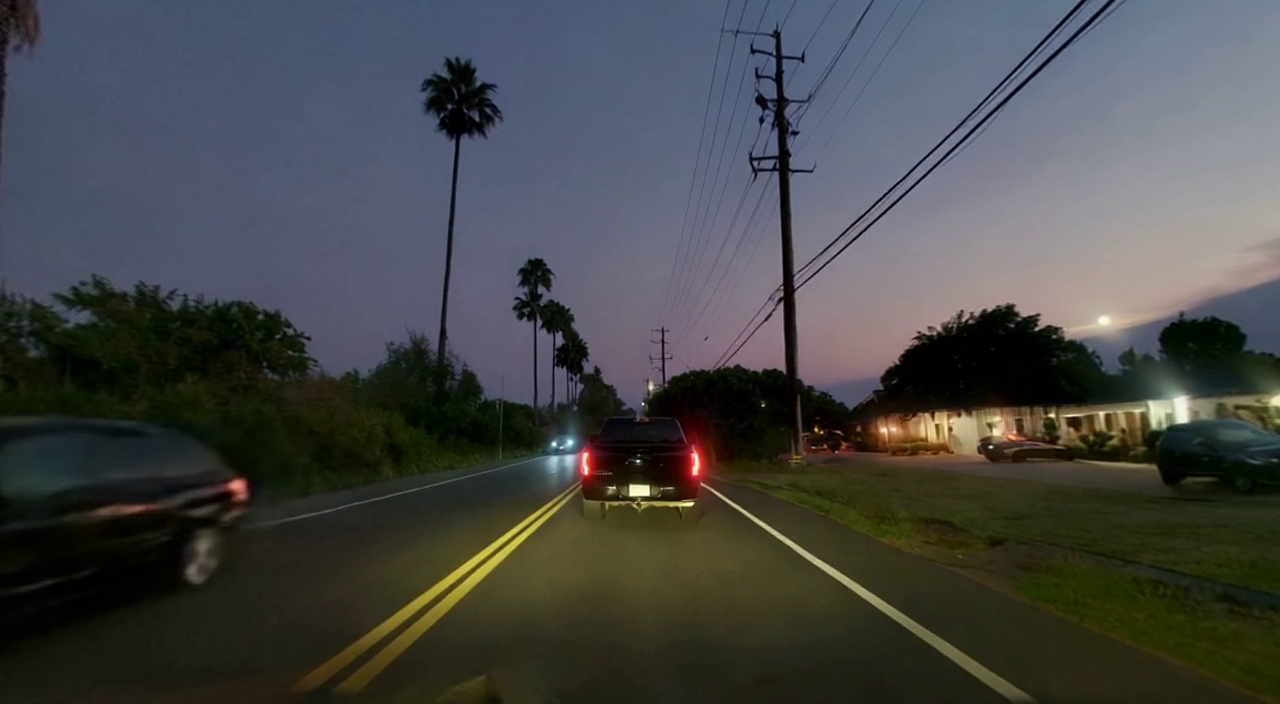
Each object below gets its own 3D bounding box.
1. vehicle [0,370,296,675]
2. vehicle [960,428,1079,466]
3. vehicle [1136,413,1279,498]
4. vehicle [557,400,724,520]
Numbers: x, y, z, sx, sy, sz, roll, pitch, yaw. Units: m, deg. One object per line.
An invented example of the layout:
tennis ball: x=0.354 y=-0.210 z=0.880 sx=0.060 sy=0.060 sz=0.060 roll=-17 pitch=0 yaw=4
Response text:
vehicle: x=-4.970 y=1.107 z=4.341 sx=2.271 sy=1.798 sz=5.412 roll=0 pitch=-8 yaw=-1
vehicle: x=20.350 y=5.158 z=34.376 sx=2.277 sy=1.836 sz=6.267 roll=0 pitch=-9 yaw=-4
vehicle: x=16.115 y=2.765 z=17.112 sx=2.338 sy=1.917 sz=6.076 roll=-3 pitch=-9 yaw=20
vehicle: x=0.017 y=2.293 z=13.880 sx=2.848 sy=2.047 sz=5.885 roll=0 pitch=-8 yaw=0
